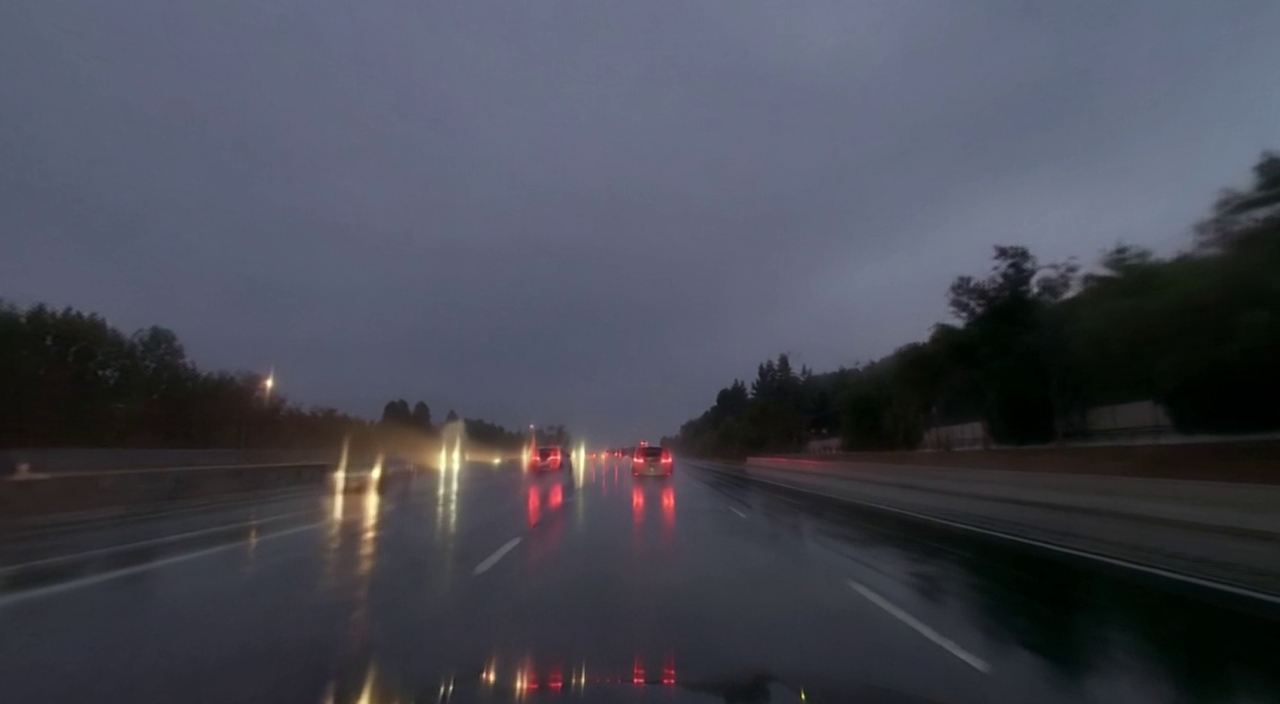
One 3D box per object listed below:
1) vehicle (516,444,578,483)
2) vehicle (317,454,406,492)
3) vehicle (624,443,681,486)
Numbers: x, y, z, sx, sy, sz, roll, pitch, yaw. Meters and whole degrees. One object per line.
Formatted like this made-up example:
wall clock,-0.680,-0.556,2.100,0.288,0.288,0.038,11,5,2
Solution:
vehicle,-3.875,4.762,26.983,1.940,1.502,4.463,-1,-9,1
vehicle,-12.483,5.443,28.467,1.954,1.514,4.517,-1,-9,0
vehicle,0.416,4.366,24.616,2.015,1.526,4.286,0,-9,-1
